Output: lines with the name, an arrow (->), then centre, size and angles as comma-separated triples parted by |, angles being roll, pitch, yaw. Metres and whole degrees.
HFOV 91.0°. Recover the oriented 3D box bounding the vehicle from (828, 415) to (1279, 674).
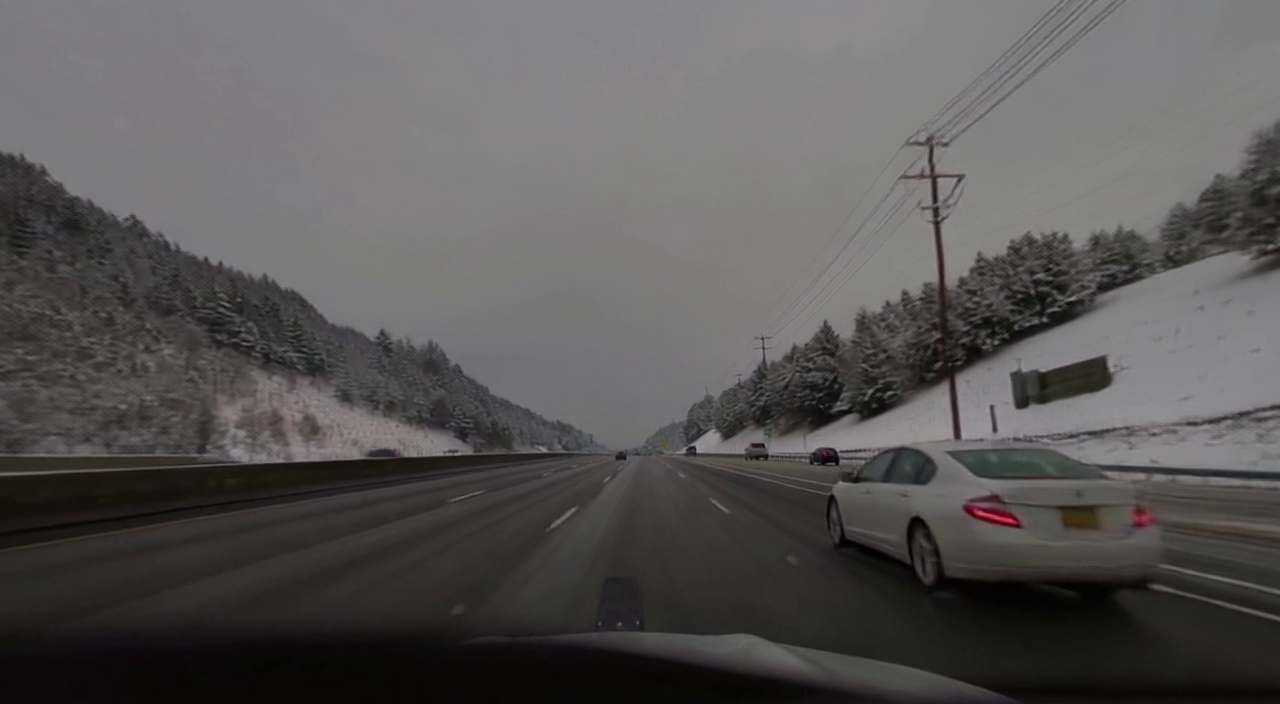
vehicle -> 3.531, 1.495, 6.045 | 2.086, 1.542, 4.355 | 0, -9, 0
